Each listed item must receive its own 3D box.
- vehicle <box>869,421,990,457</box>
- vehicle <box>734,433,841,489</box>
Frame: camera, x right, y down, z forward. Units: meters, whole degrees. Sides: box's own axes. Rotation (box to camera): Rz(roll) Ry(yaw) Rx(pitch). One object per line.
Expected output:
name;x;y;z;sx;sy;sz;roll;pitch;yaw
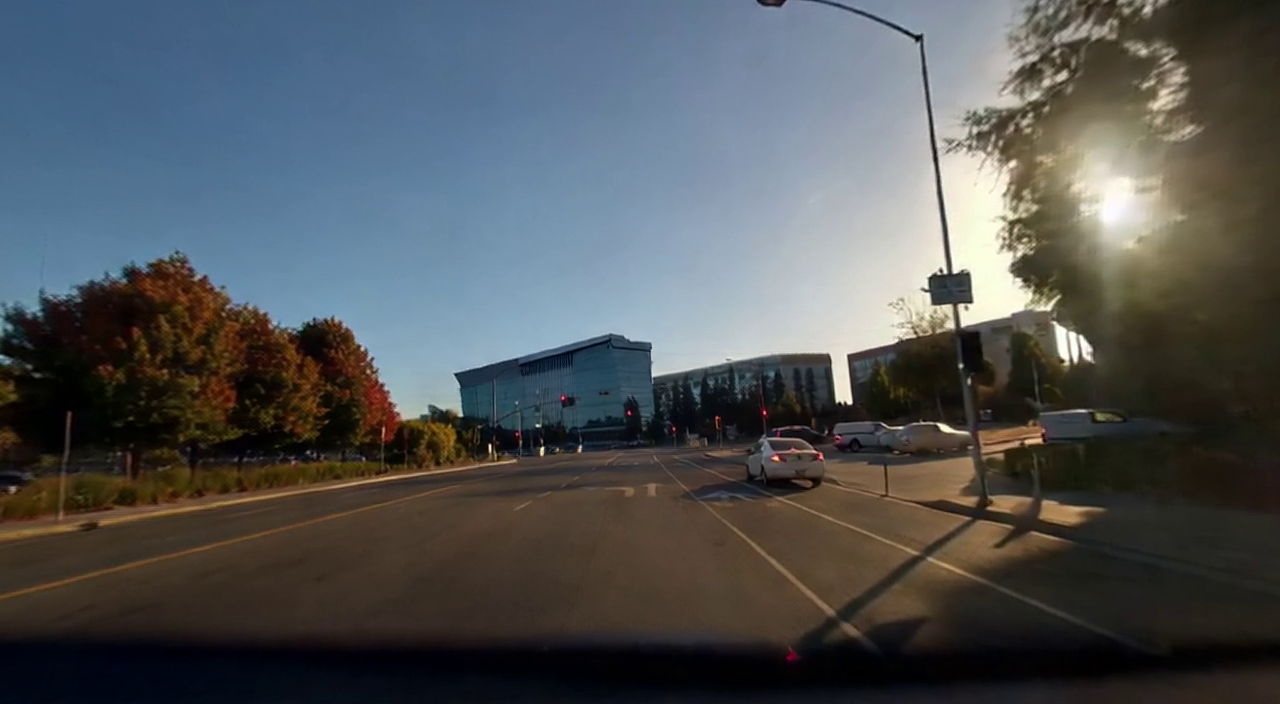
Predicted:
vehicle;12.265;3.717;26.944;4.227;1.451;1.874;0;-8;1
vehicle;4.230;3.223;18.968;2.006;1.448;4.671;0;-8;-1
